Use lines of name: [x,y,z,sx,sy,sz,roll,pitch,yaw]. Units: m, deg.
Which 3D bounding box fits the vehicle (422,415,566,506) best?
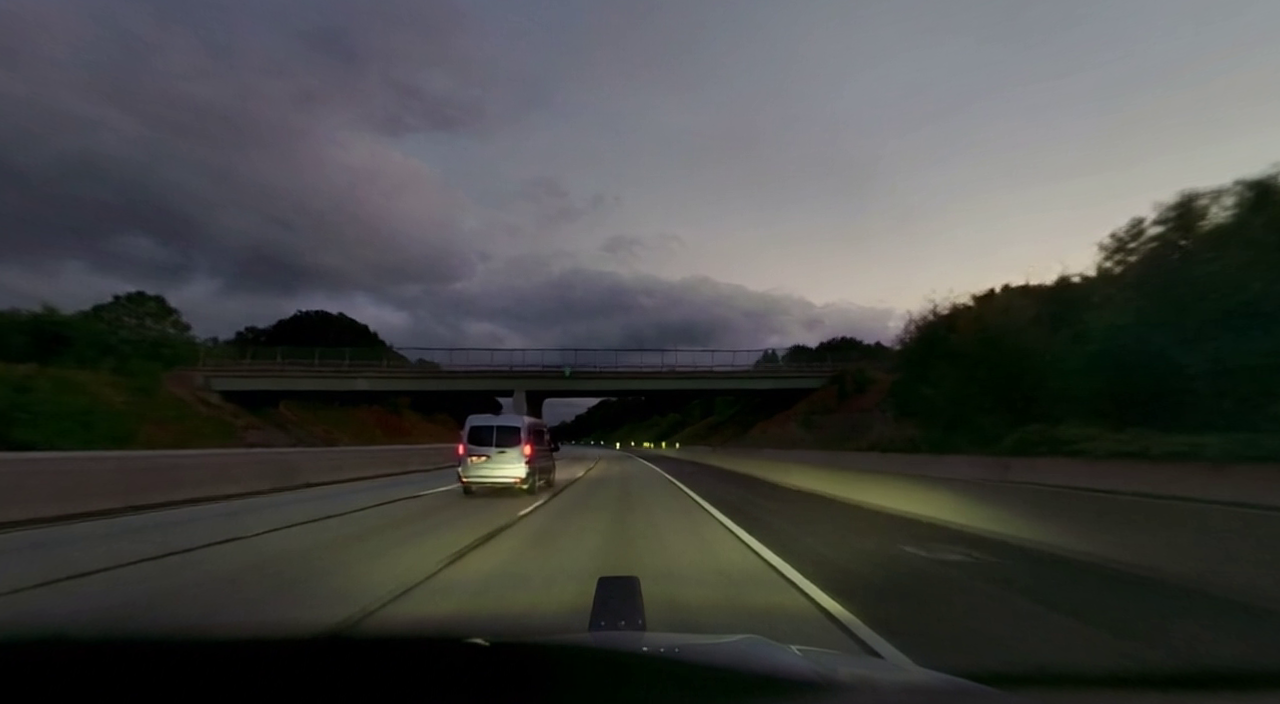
vehicle: [-3.329,2.632,15.662,2.372,1.891,5.061,0,-8,0]
